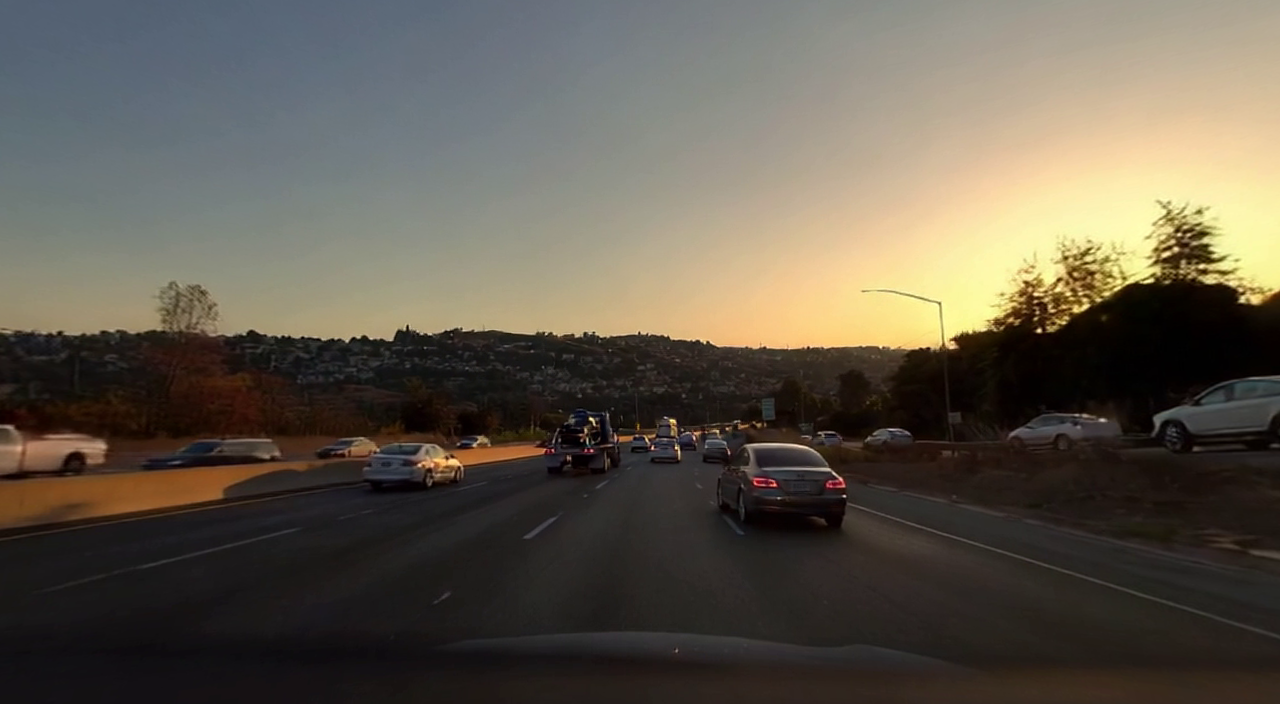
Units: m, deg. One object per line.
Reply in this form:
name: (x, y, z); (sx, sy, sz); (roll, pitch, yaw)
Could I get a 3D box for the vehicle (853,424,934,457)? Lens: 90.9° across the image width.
vehicle: (11.989, 4.218, 30.116); (1.930, 1.454, 4.126); (1, -8, -4)

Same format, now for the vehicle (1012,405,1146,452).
vehicle: (16.809, 3.003, 24.449); (2.034, 1.647, 4.188); (0, -8, -3)

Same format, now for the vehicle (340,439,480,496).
vehicle: (-6.317, 3.218, 18.089); (1.964, 1.395, 4.948); (0, -8, 3)

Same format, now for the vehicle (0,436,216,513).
vehicle: (-12.572, 2.852, 15.195); (1.869, 1.603, 3.861); (0, -8, 3)

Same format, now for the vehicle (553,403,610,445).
vehicle: (-2.483, 3.246, 27.826); (1.893, 1.674, 4.766); (0, -8, 2)

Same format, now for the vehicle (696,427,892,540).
vehicle: (2.245, 2.072, 10.598); (2.040, 1.481, 4.260); (0, -8, -3)

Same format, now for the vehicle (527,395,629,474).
vehicle: (-2.424, 3.879, 29.119); (3.162, 2.955, 10.282); (0, -8, 3)

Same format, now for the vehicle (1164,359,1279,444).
vehicle: (13.289, 0.999, 12.470); (1.979, 1.616, 4.268); (1, -8, -4)

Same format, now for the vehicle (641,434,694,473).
vehicle: (1.171, 4.262, 26.673); (2.079, 1.499, 3.915); (0, -8, 3)

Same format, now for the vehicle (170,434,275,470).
vehicle: (-22.643, 5.451, 34.499); (2.029, 1.808, 4.953); (-1, -8, 4)
